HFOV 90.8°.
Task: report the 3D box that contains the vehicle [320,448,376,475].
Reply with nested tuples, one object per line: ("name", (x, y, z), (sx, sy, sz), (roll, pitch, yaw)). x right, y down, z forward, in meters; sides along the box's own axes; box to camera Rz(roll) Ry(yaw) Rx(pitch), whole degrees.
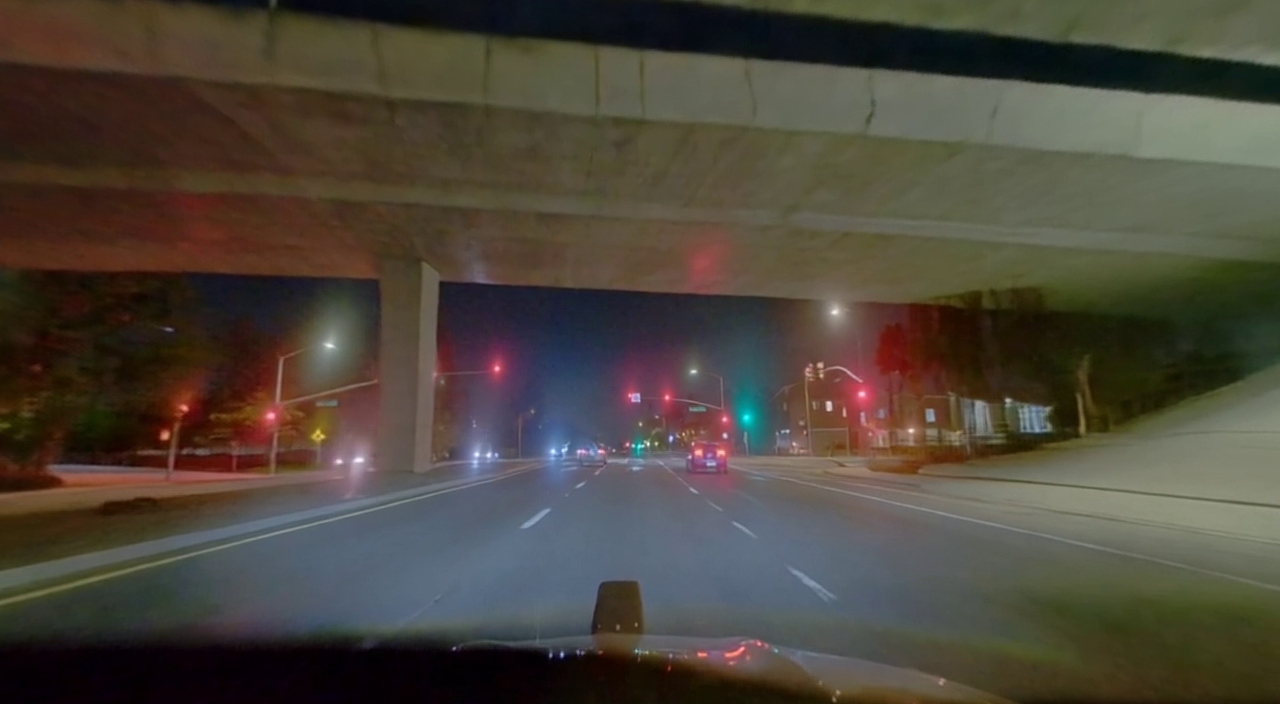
("vehicle", (-20.522, 7.700, 44.555), (1.918, 1.790, 4.081), (0, -8, 0))

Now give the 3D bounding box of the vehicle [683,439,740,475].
("vehicle", (3.249, 4.875, 29.581), (2.068, 1.497, 4.247), (0, -8, -2))
